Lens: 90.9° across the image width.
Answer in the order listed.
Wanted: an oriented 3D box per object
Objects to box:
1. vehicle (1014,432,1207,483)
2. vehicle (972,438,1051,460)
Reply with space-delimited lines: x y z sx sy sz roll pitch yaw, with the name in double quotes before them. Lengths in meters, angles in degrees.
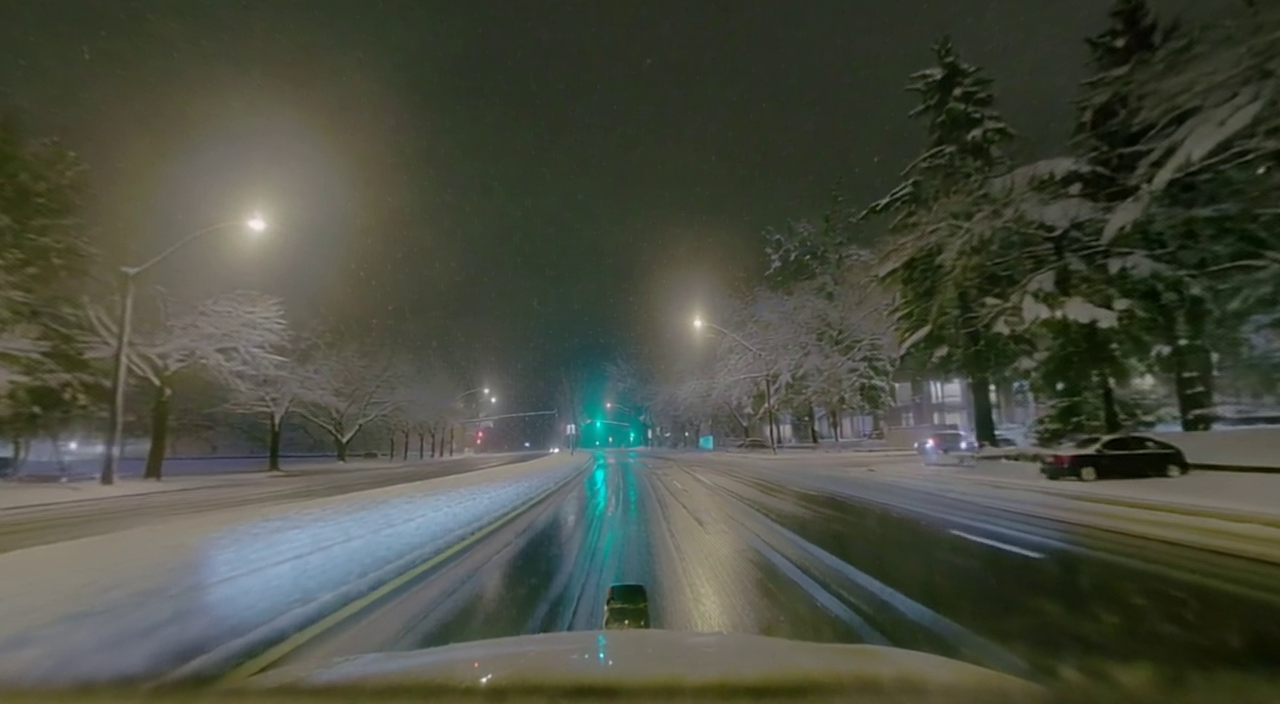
"vehicle" 15.918 3.582 21.531 4.982 1.441 1.951 -2 -8 -1
"vehicle" 24.789 6.467 42.115 4.053 1.376 1.945 1 -9 -3
